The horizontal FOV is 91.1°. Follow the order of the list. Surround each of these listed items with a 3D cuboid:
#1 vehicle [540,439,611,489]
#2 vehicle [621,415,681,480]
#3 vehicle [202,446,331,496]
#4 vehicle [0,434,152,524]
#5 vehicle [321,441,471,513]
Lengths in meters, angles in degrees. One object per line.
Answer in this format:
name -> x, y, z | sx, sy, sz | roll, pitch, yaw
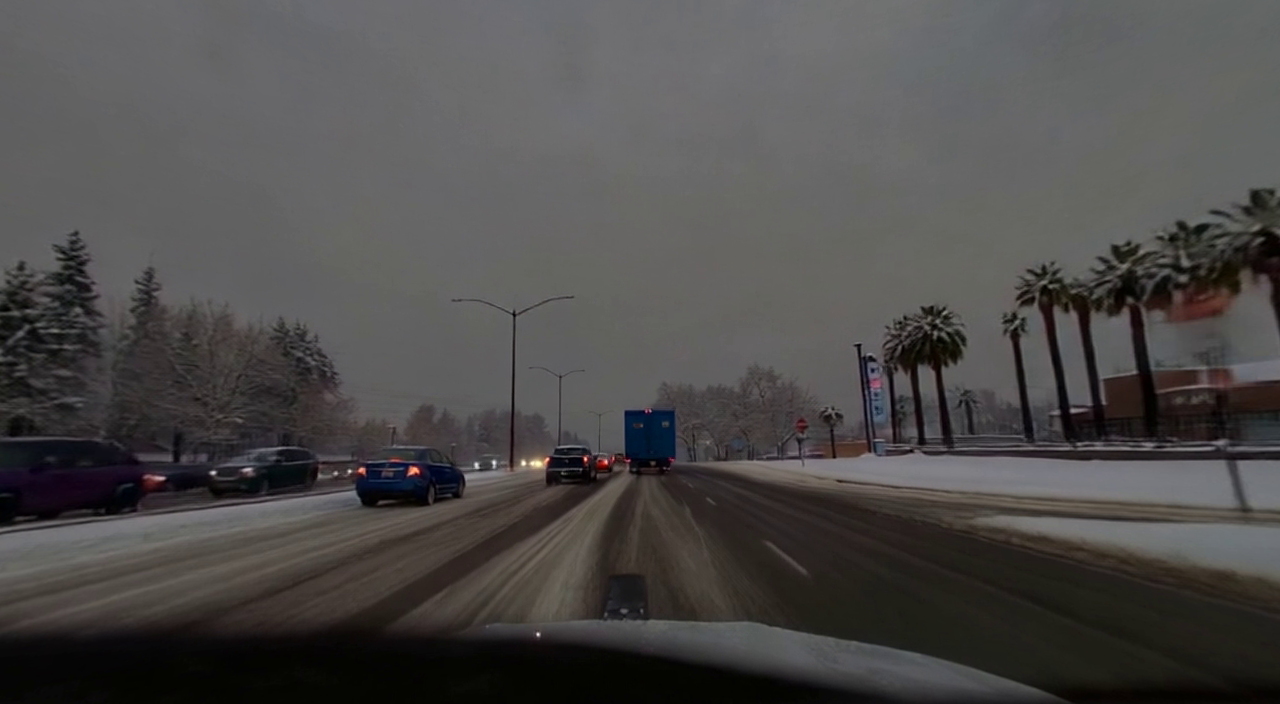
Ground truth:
vehicle -> -2.479, 4.490, 25.495 | 2.178, 1.826, 4.933 | 0, -9, 2
vehicle -> 0.611, 5.248, 34.515 | 2.993, 3.235, 6.692 | 0, -9, 1
vehicle -> -14.411, 4.595, 24.609 | 2.100, 1.746, 4.662 | 0, -9, 1
vehicle -> -14.517, 2.938, 14.846 | 2.010, 1.885, 4.606 | -1, -9, 4
vehicle -> -6.236, 3.231, 16.803 | 2.045, 1.630, 4.680 | 0, -9, 1
